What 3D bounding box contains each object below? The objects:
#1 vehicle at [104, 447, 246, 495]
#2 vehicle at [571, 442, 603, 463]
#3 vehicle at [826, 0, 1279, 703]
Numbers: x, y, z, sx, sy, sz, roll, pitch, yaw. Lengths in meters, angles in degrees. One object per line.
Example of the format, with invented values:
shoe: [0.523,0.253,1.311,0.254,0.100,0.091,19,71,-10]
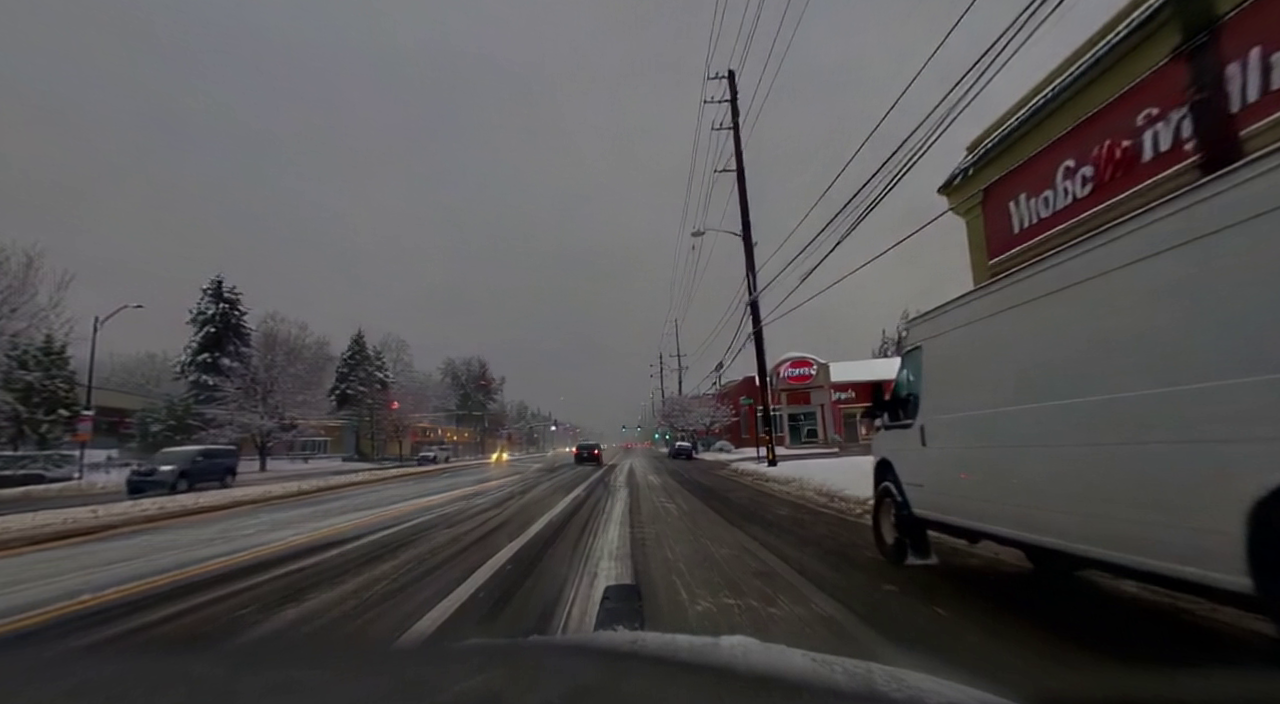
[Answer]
vehicle: [-18.511,4.715,25.514,2.144,1.725,4.716,0,-9,0]
vehicle: [-3.937,7.624,47.901,2.179,1.490,4.742,0,-9,-2]
vehicle: [3.874,0.300,3.958,3.089,3.207,7.611,0,-9,0]
